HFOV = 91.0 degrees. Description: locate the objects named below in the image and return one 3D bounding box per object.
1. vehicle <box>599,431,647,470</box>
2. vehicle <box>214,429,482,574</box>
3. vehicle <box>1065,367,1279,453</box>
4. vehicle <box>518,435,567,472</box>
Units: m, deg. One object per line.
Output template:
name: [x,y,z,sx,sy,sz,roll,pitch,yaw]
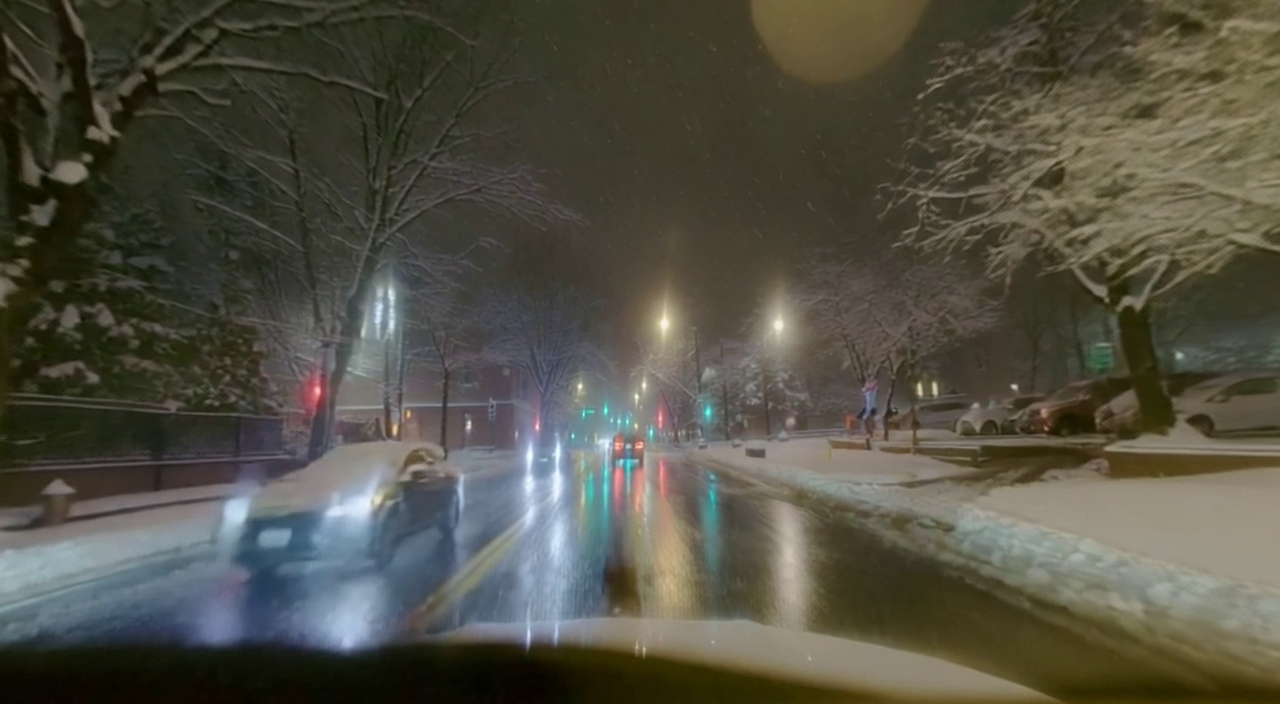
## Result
vehicle: [-0.754,4.599,29.620,2.142,1.686,3.816,0,-8,0]
vehicle: [-3.580,1.855,8.562,1.973,1.512,3.524,0,-8,-1]
vehicle: [11.960,1.200,13.289,4.349,1.462,1.982,-5,-7,7]
vehicle: [-4.633,4.864,30.347,2.057,1.613,4.062,0,-8,-5]
